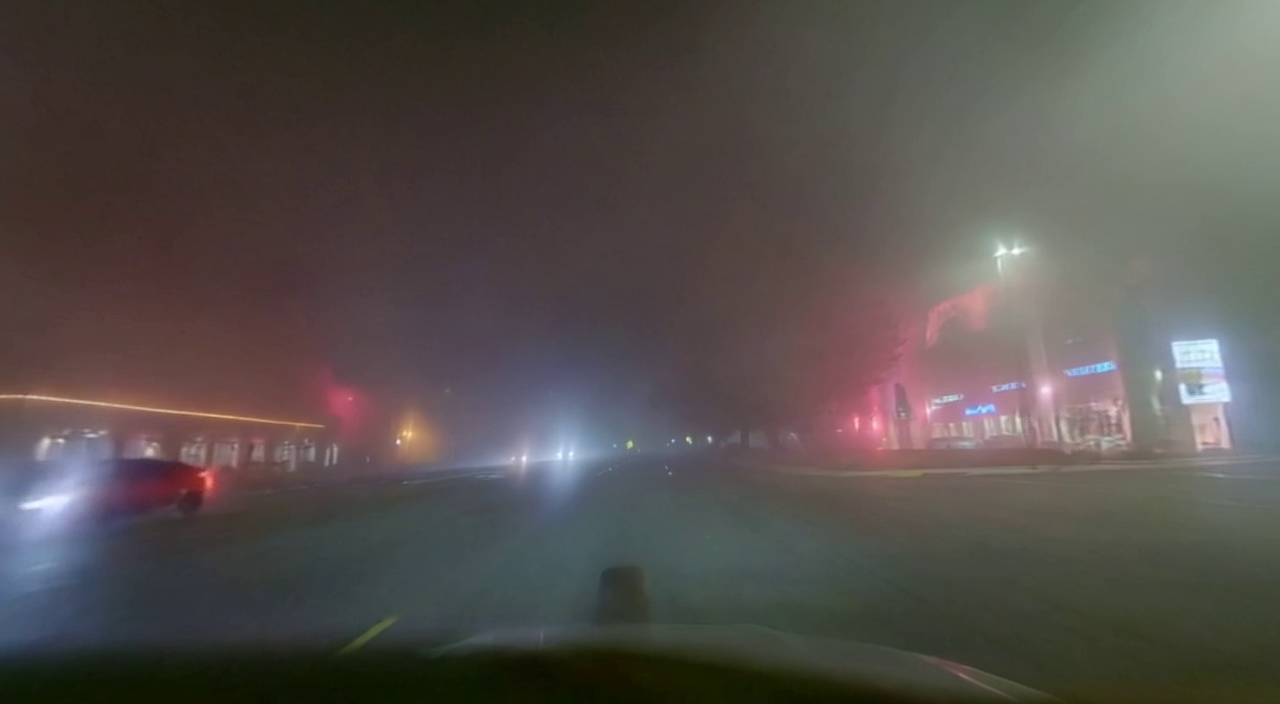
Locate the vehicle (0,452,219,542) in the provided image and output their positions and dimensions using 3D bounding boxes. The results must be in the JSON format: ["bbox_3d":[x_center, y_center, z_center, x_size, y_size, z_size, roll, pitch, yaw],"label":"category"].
[{"bbox_3d":[-11.725,2.990,13.628,2.033,1.497,4.567,-2,-8,1],"label":"vehicle"}]
